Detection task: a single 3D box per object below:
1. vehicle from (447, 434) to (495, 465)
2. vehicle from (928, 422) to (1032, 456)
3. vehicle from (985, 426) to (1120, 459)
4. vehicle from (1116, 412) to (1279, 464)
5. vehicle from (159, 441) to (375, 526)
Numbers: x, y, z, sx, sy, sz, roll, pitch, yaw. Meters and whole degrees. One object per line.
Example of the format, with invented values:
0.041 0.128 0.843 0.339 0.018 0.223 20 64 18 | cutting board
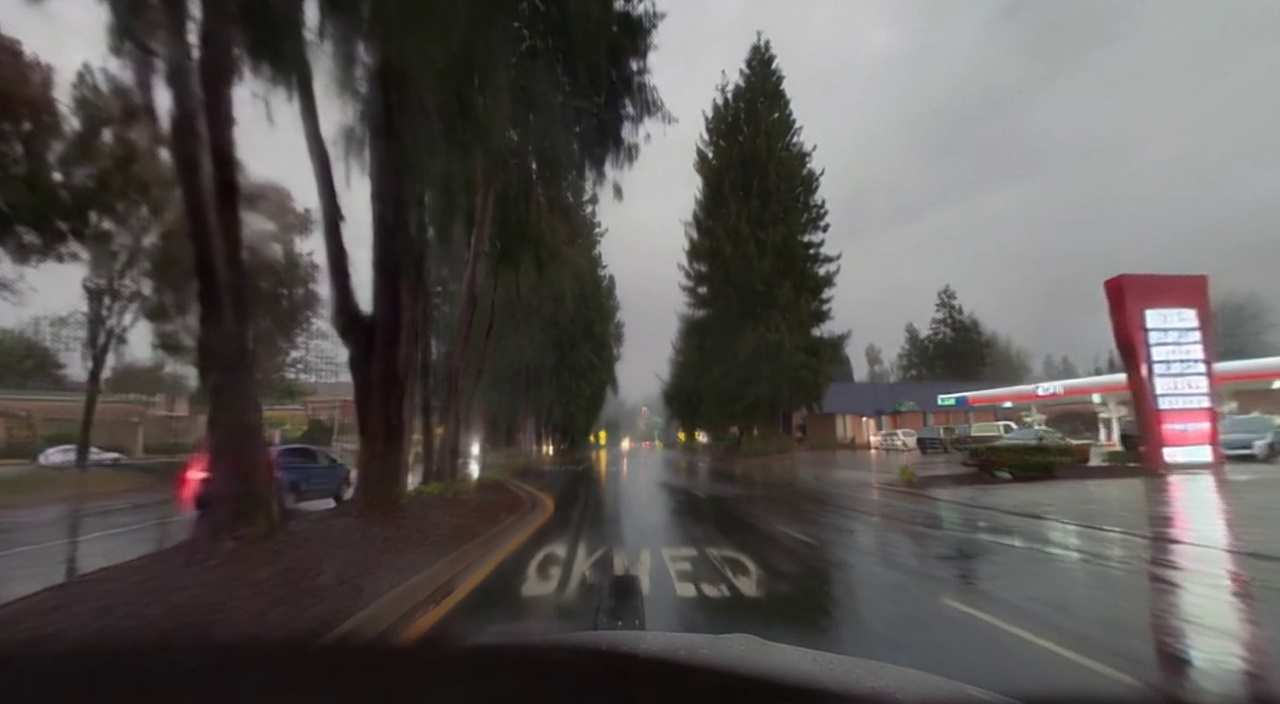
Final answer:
-12.334 7.179 46.554 2.131 2.148 5.709 0 -9 -2 | vehicle
18.115 4.637 33.793 4.422 1.586 1.990 -2 -7 -3 | vehicle
18.805 4.145 28.952 4.800 1.459 2.051 1 -9 -4 | vehicle
19.260 2.887 21.146 4.868 1.610 2.223 0 -9 -1 | vehicle
-7.474 2.649 13.323 1.982 1.465 4.376 0 -9 -2 | vehicle
